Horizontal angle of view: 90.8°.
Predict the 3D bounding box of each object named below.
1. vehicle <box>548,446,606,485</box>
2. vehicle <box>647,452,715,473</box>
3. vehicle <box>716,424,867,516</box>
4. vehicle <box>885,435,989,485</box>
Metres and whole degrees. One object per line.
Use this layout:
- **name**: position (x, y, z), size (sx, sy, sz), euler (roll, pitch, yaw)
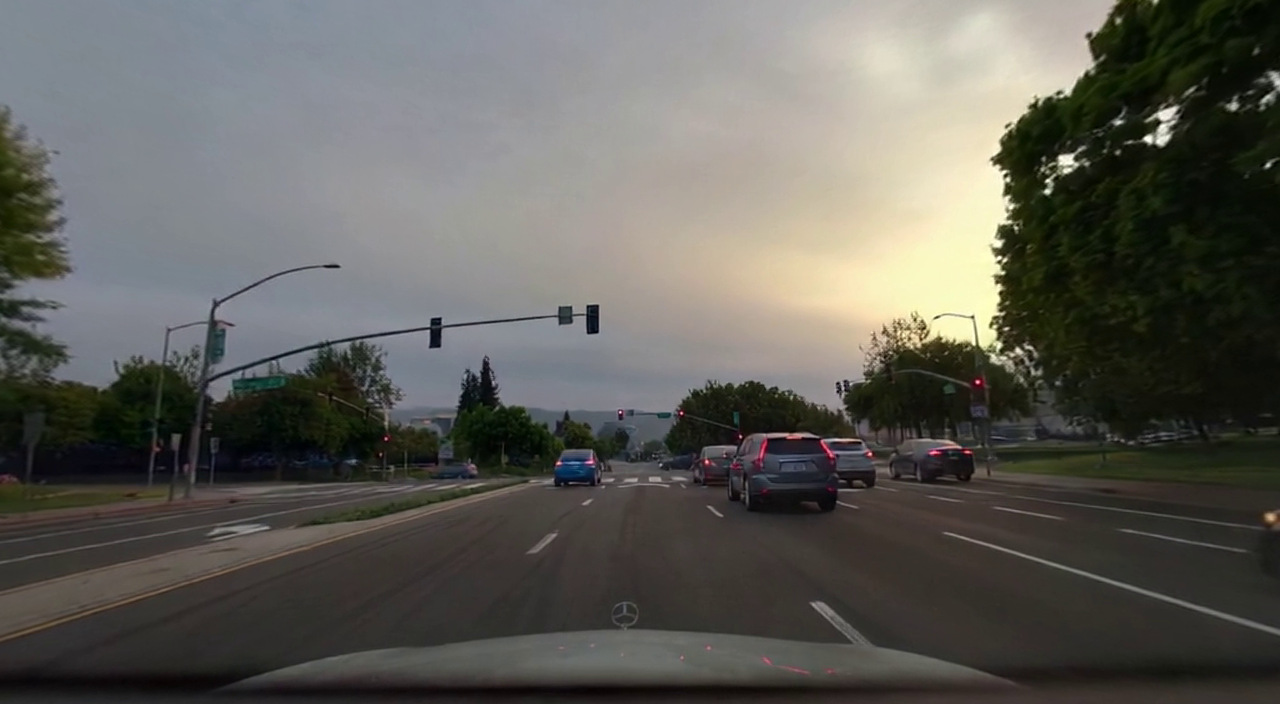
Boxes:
- **vehicle**: position (-2.632, 4.843, 27.206), size (1.969, 1.513, 3.773), euler (-1, -9, 2)
- **vehicle**: position (3.012, 8.202, 46.973), size (4.912, 1.479, 1.882), euler (-1, -9, 0)
- **vehicle**: position (3.204, 2.645, 14.586), size (2.247, 1.738, 4.818), euler (0, -9, 0)
- **vehicle**: position (11.459, 4.198, 24.747), size (1.971, 1.746, 4.271), euler (0, -9, 1)
